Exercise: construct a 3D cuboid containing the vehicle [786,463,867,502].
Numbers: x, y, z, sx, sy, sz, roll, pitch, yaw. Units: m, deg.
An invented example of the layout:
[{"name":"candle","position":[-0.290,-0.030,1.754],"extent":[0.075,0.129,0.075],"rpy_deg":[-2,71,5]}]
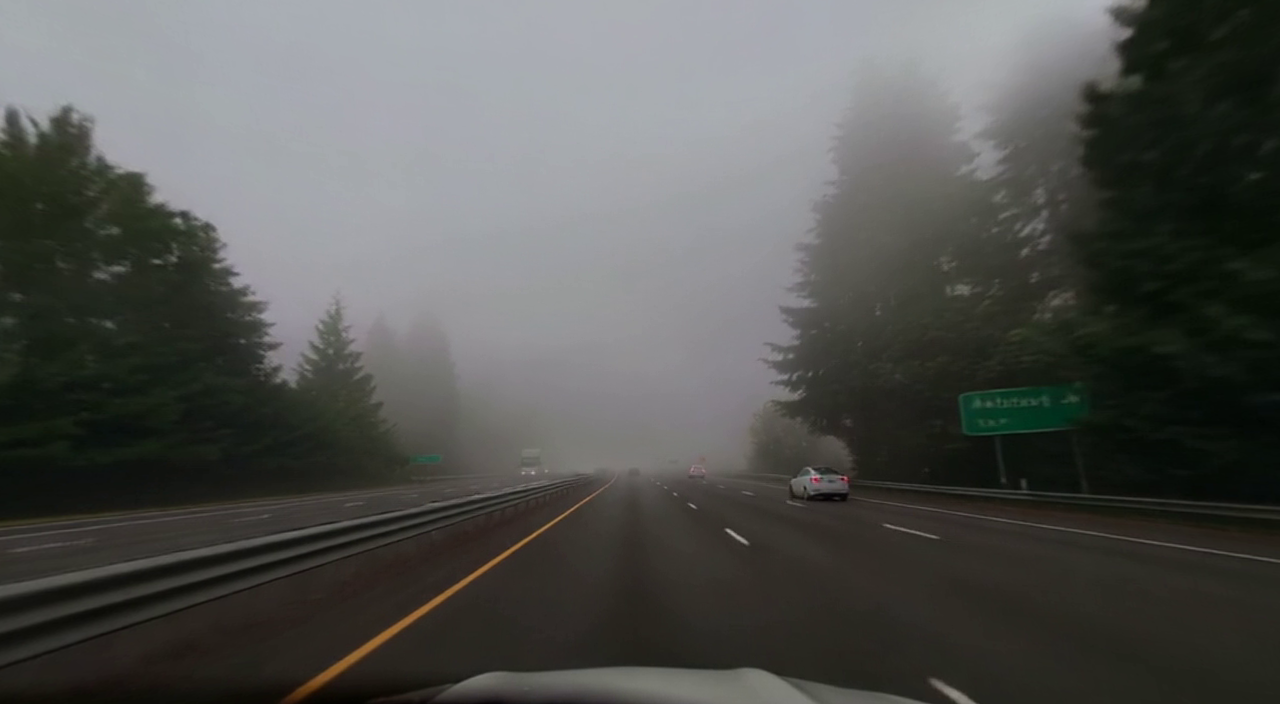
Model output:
[{"name":"vehicle","position":[7.827,5.514,26.930],"extent":[2.024,1.476,4.352],"rpy_deg":[1,-10,-1]}]
